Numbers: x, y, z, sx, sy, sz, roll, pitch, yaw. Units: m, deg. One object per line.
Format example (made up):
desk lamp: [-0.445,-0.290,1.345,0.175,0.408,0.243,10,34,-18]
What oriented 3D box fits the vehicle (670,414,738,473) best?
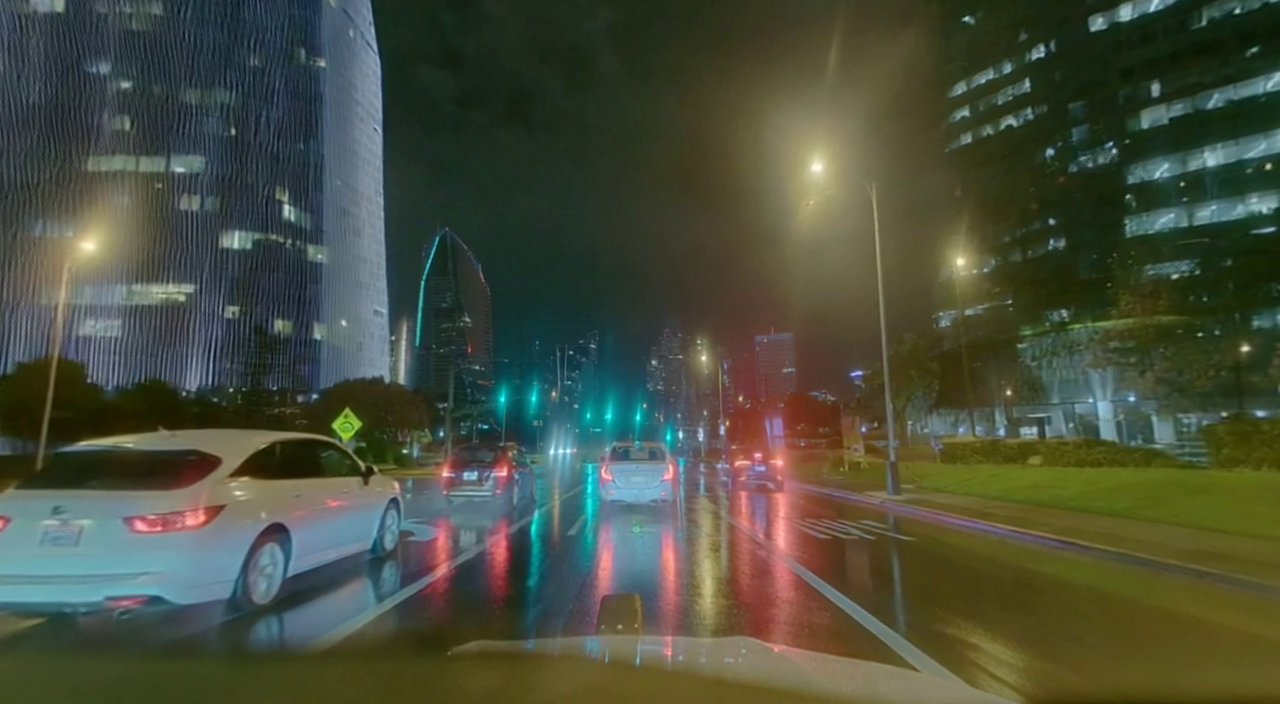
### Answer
vehicle: [3.925,6.151,42.066,3.074,3.316,12.953,0,-9,0]

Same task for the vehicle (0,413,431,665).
vehicle: [-3.665,1.460,6.009,1.933,1.520,4.195,0,-9,-1]

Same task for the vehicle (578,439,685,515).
vehicle: [-0.133,2.869,14.988,2.174,1.509,4.374,0,-9,1]

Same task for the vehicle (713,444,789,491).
vehicle: [3.887,4.110,22.819,1.940,1.514,4.187,0,-9,-1]

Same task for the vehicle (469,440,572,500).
vehicle: [-3.335,3.402,18.618,2.044,1.508,4.479,0,-9,2]
